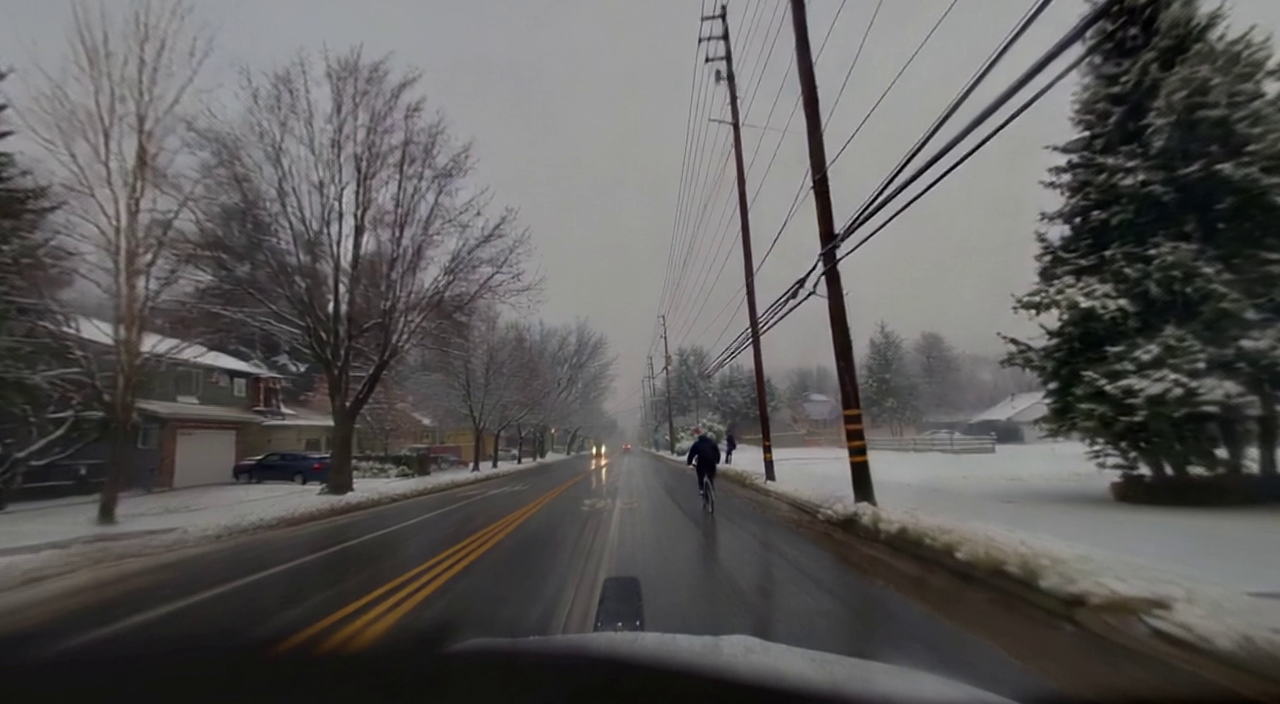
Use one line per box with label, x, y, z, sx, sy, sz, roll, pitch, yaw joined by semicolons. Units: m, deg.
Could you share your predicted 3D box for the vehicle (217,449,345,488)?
vehicle;-14.629;4.753;25.904;4.143;1.480;1.755;0;-8;-2
